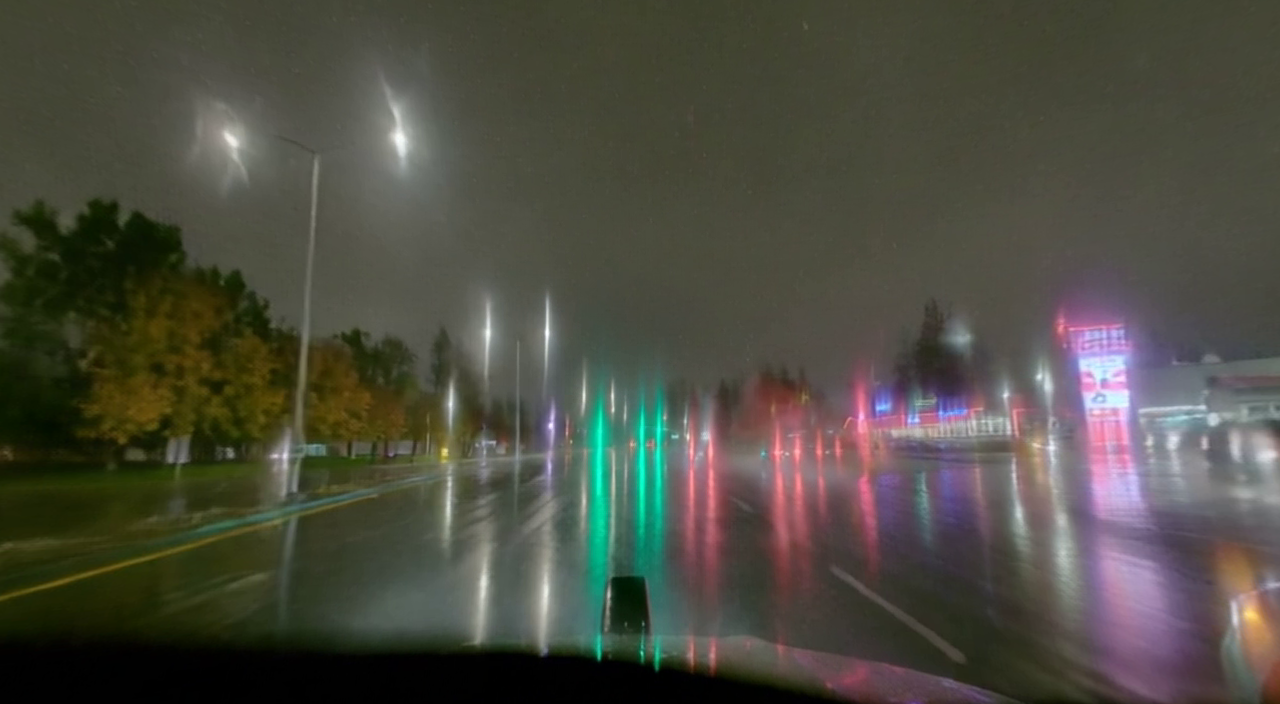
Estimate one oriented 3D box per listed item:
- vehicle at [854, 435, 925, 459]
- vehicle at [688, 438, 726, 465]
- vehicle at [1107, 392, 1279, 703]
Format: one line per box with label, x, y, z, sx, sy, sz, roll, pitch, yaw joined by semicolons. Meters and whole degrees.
vehicle;18.312;6.964;46.405;4.386;1.701;2.121;-1;-8;3
vehicle;4.376;6.603;41.949;2.007;1.683;4.171;0;-8;-1
vehicle;3.567;0.710;1.050;1.995;1.528;4.732;0;-8;1
